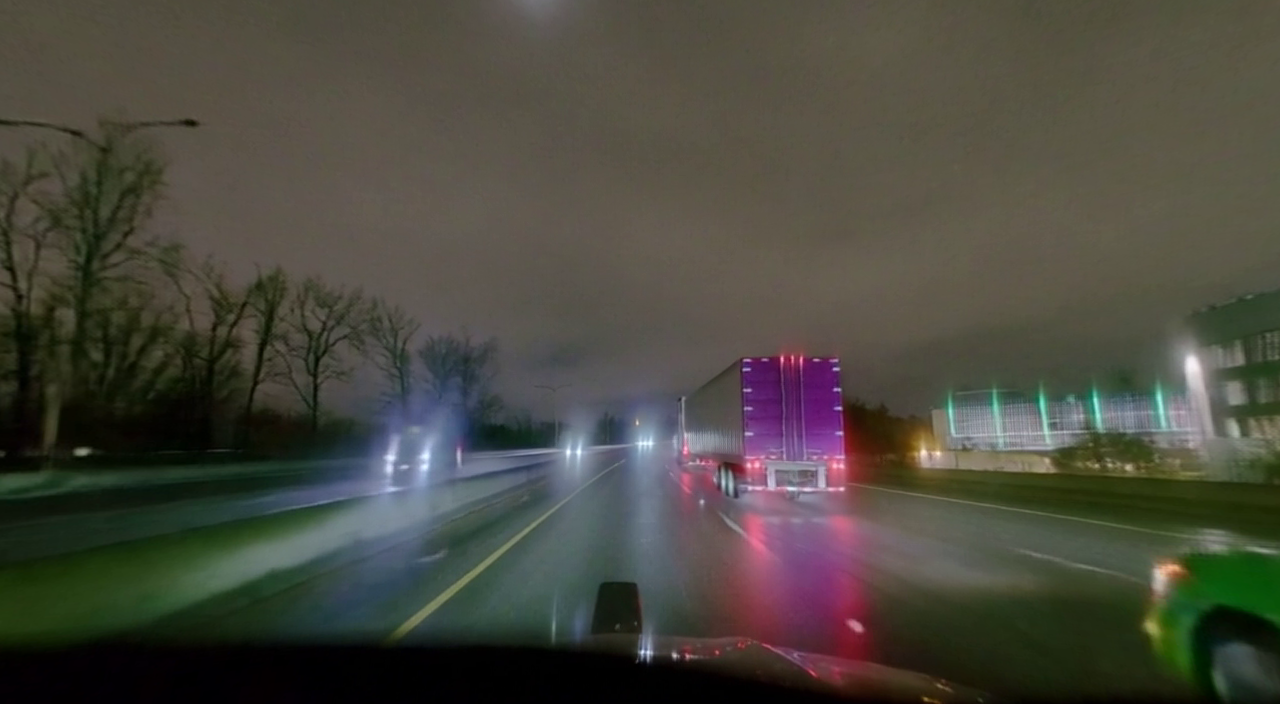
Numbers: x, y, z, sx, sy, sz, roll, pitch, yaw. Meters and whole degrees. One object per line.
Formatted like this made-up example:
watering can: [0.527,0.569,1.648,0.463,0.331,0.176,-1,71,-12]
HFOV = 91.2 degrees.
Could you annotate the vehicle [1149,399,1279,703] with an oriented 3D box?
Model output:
vehicle: [3.632,0.775,1.225,1.971,1.558,3.834,0,-9,-1]

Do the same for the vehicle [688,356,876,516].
vehicle: [3.704,2.945,21.245,2.916,3.563,14.462,0,-9,0]

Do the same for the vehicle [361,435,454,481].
vehicle: [-9.137,4.204,25.055,1.955,1.683,4.168,0,-9,2]
